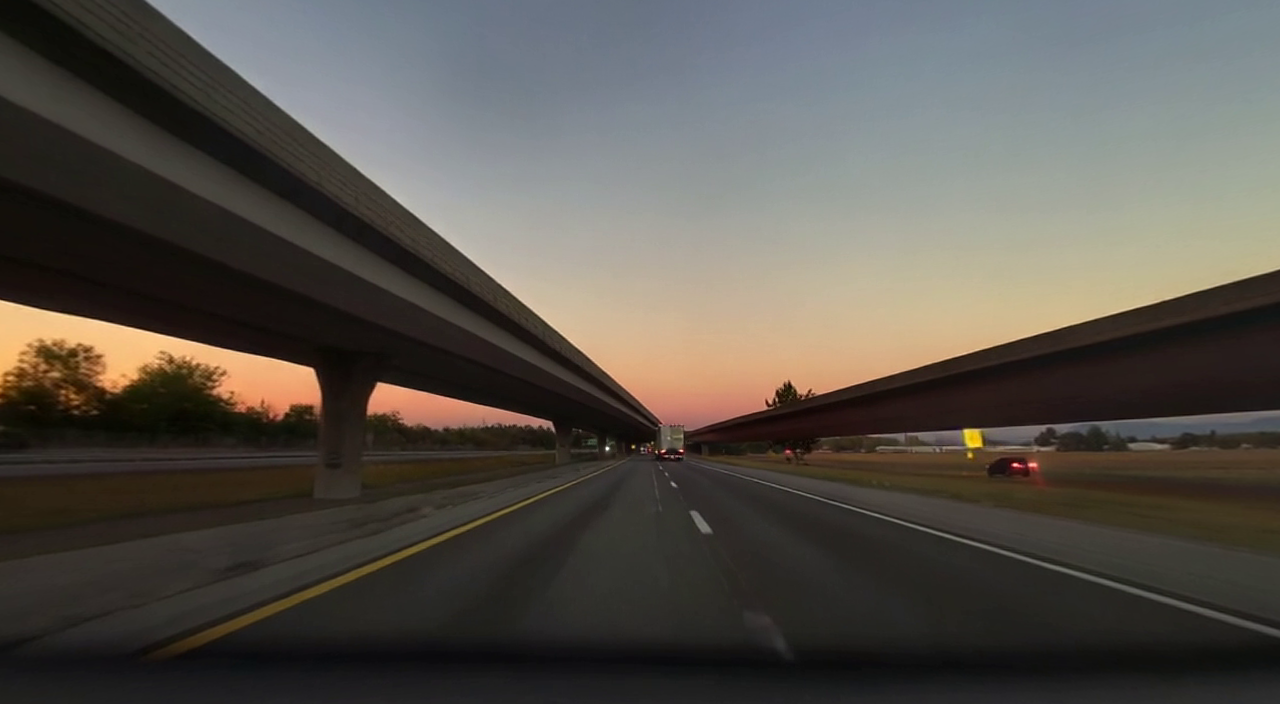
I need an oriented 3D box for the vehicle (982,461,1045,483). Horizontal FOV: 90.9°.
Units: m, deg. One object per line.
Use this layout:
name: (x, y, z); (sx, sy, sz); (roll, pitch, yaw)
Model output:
vehicle: (27.705, 8.877, 46.859); (1.836, 1.499, 3.936); (2, -9, -11)
